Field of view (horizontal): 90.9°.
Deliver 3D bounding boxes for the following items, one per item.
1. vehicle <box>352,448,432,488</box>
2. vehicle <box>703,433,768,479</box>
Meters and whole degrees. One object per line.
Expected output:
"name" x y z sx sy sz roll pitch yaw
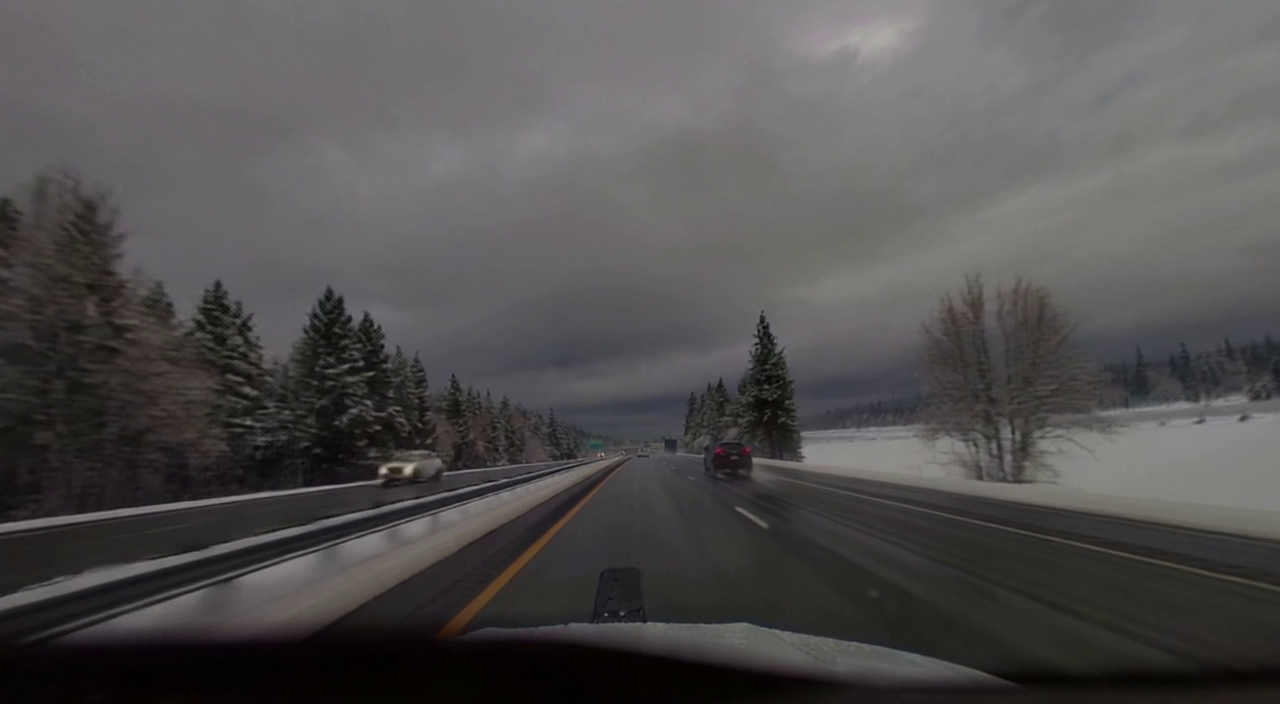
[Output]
"vehicle" -12.897 6.029 33.155 2.093 1.934 5.161 0 -9 0
"vehicle" 4.456 4.944 30.189 2.189 2.007 4.872 0 -9 -1
